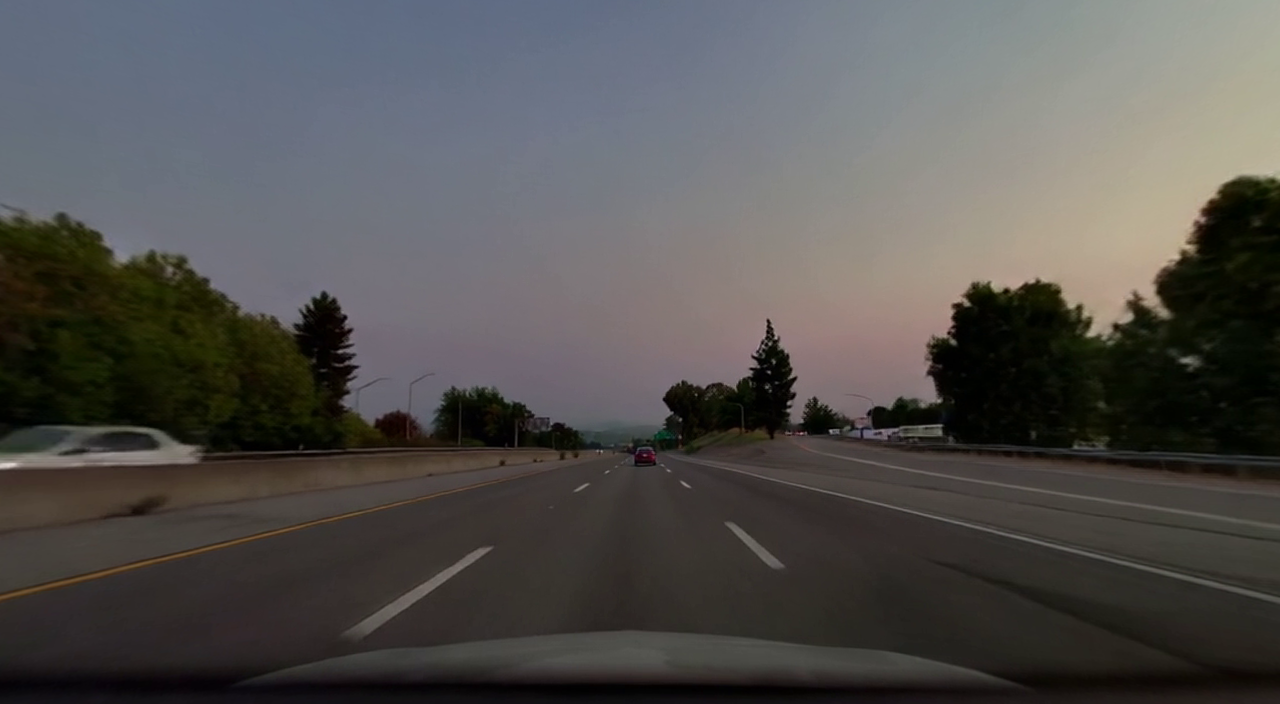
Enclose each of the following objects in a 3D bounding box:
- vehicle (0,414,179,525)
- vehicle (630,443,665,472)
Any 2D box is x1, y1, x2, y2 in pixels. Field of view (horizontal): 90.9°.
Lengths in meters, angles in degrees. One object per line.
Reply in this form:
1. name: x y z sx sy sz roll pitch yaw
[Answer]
1. vehicle: -12.445 2.398 13.142 2.102 1.955 4.656 0 -9 0
2. vehicle: 0.477 6.622 39.784 2.087 1.682 4.388 0 -9 0
